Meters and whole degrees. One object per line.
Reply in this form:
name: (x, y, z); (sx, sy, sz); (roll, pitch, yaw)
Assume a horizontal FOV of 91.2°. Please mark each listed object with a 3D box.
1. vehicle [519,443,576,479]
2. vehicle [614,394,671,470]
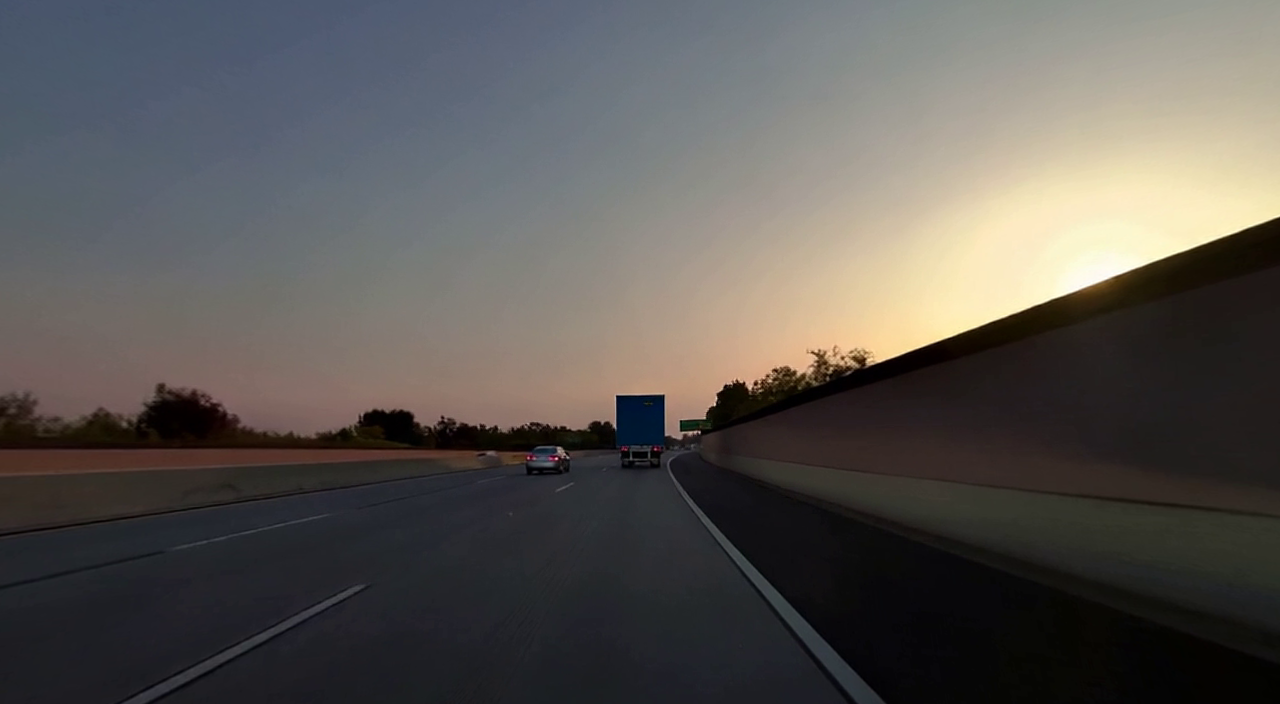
vehicle: (-4.160, 4.947, 28.717); (1.895, 1.500, 3.808); (-1, -9, 2)
vehicle: (0.291, 5.188, 39.551); (3.123, 4.094, 10.812); (-1, -9, 2)
